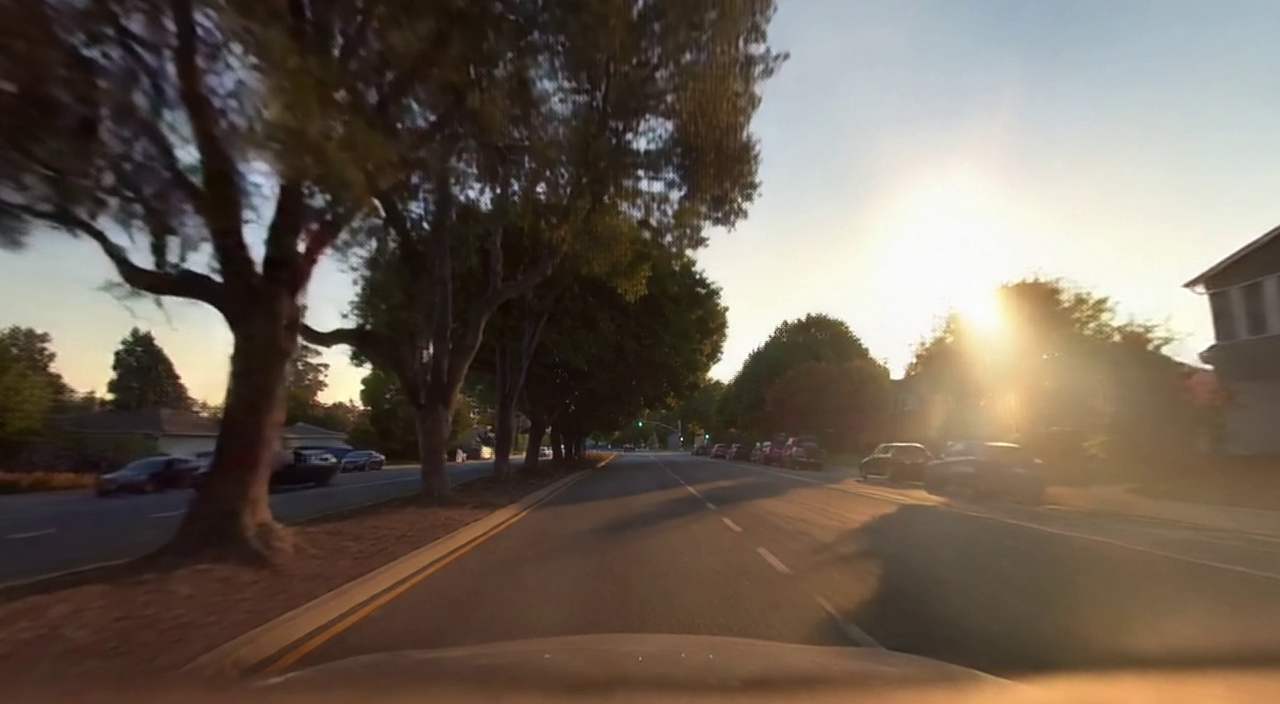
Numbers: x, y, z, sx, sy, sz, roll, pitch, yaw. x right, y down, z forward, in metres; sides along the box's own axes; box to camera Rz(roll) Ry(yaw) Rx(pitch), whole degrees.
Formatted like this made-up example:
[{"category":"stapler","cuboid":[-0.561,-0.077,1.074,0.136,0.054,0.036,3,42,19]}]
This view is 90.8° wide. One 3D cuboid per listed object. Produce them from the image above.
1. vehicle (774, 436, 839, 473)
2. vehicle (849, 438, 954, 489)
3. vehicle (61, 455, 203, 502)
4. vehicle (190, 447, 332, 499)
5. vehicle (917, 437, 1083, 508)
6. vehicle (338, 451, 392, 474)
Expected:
[{"category":"vehicle","cuboid":[9.664,6.011,37.304,2.209,1.982,5.787,-1,-8,0]},{"category":"vehicle","cuboid":[9.624,4.118,23.655,1.949,1.698,4.351,0,-8,-1]},{"category":"vehicle","cuboid":[-18.322,4.537,23.078,1.702,1.452,4.161,-1,-8,0]},{"category":"vehicle","cuboid":[-12.206,3.867,20.755,1.874,1.475,4.453,-1,-8,0]},{"category":"vehicle","cuboid":[9.724,3.262,17.603,1.885,1.685,4.430,0,-8,-2]},{"category":"vehicle","cuboid":[-18.598,7.493,42.939,1.732,1.460,3.932,-1,-9,3]}]
